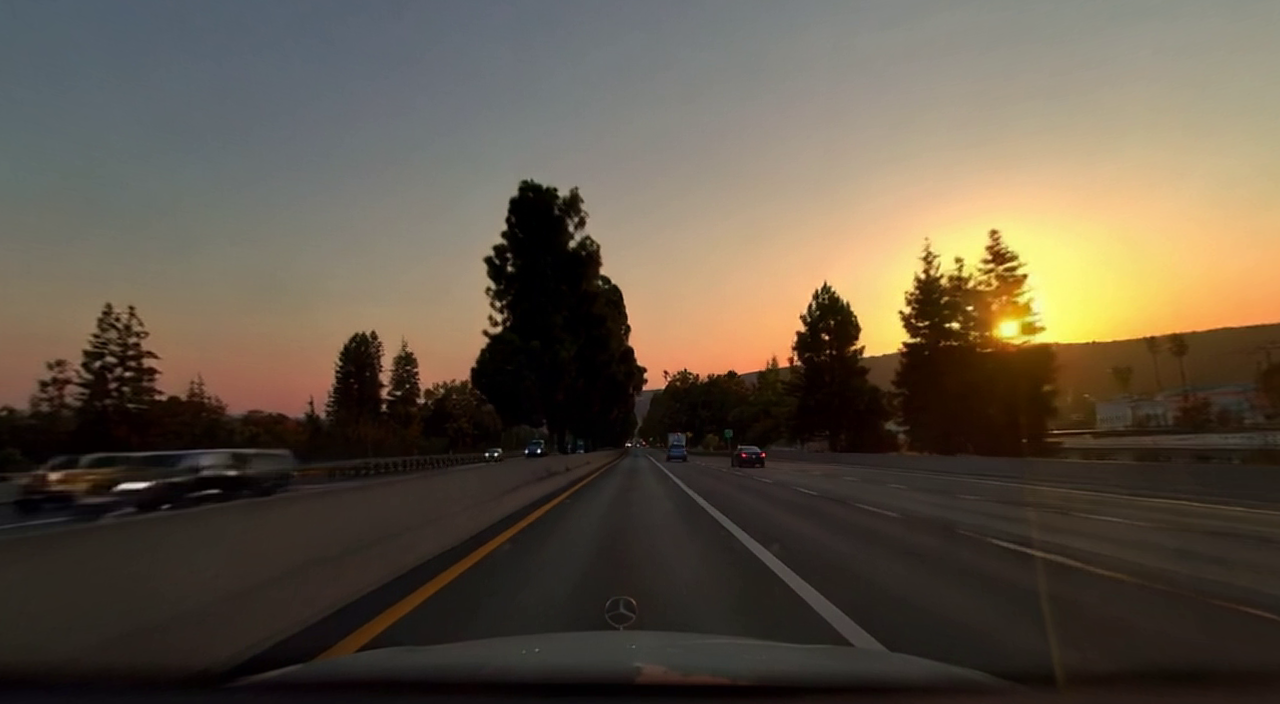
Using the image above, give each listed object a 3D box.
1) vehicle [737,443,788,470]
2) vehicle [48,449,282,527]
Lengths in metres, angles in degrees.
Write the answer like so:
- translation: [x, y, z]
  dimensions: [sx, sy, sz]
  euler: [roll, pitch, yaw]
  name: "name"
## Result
- translation: [6.948, 5.979, 36.315]
  dimensions: [2.009, 1.456, 4.097]
  euler: [0, -9, -2]
  name: "vehicle"
- translation: [-10.974, 3.126, 15.177]
  dimensions: [2.125, 1.503, 4.530]
  euler: [0, -8, -1]
  name: "vehicle"
